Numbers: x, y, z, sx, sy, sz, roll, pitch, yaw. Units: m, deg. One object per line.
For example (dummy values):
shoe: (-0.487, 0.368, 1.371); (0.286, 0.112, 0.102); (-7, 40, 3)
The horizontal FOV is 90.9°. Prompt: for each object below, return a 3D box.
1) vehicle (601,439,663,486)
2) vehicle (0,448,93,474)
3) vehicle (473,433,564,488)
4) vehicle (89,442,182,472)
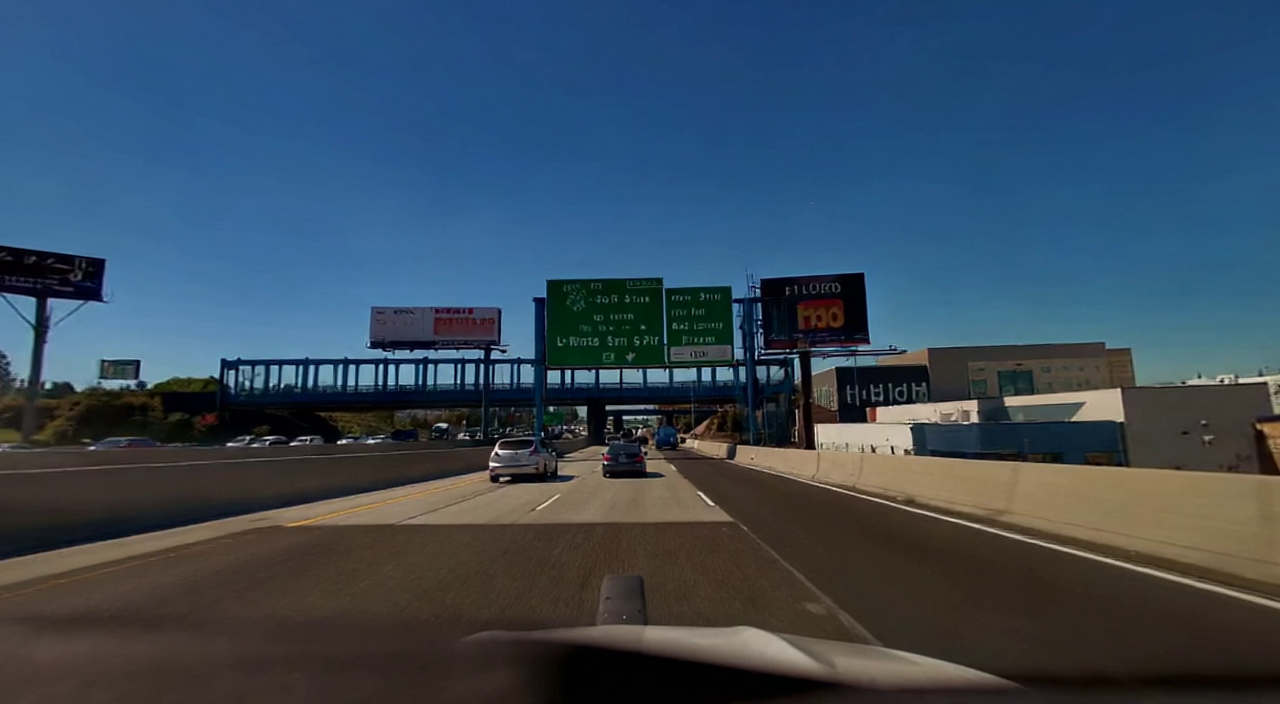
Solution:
vehicle: (-0.257, 3.578, 20.827); (1.877, 1.386, 3.872); (0, -8, -1)
vehicle: (-35.755, 6.483, 37.716); (1.971, 1.433, 4.577); (0, -8, 0)
vehicle: (-3.794, 3.473, 20.502); (2.064, 1.589, 4.213); (0, -8, 1)
vehicle: (-28.516, 5.929, 35.817); (1.877, 1.582, 4.025); (0, -8, 0)
